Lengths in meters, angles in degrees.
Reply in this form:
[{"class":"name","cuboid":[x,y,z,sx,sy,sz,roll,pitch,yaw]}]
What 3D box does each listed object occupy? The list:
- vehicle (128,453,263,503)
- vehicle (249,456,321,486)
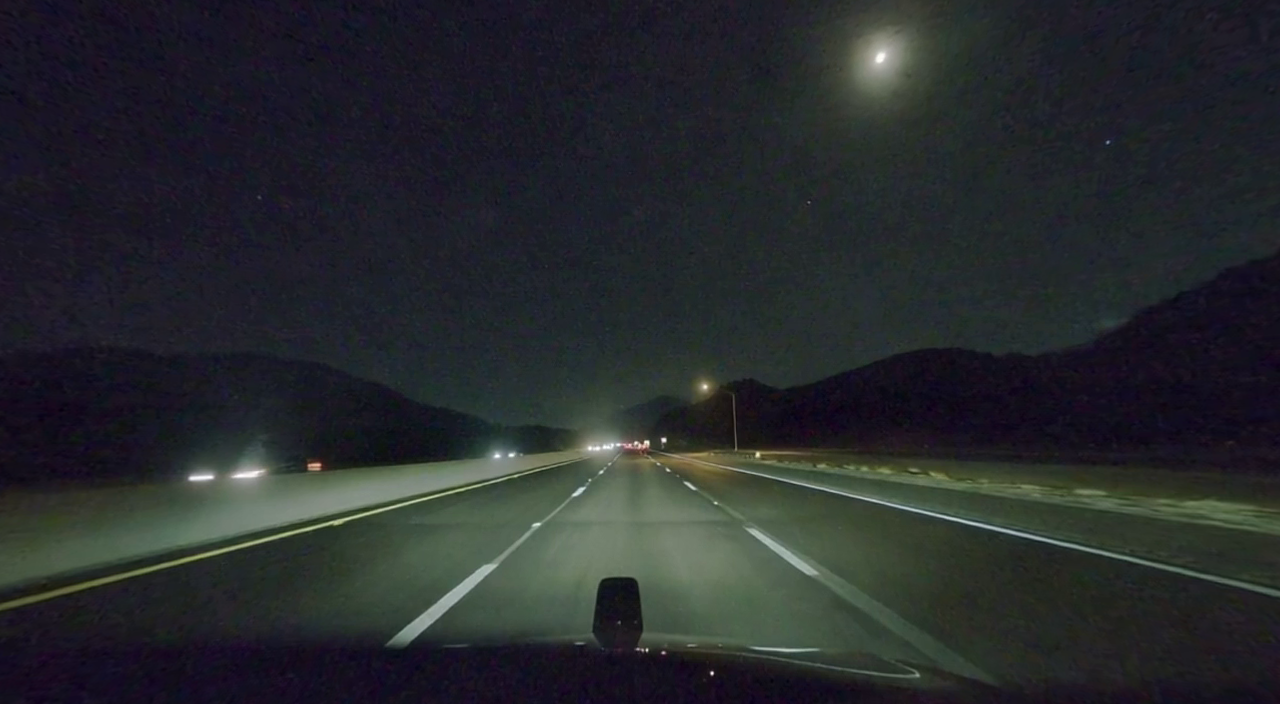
[{"class":"vehicle","cuboid":[-16.098,4.533,23.003,1.885,1.631,4.109,0,-9,0]},{"class":"vehicle","cuboid":[-20.606,6.895,36.596,1.848,1.543,3.982,0,-9,0]}]
